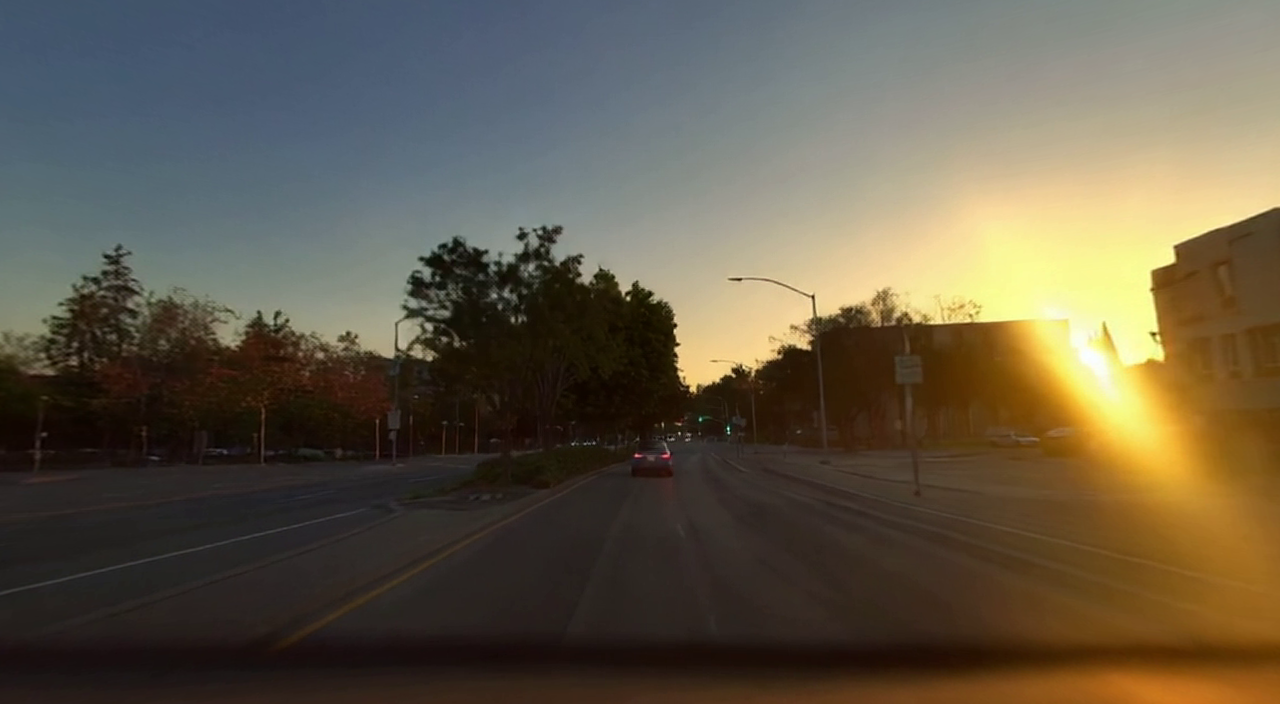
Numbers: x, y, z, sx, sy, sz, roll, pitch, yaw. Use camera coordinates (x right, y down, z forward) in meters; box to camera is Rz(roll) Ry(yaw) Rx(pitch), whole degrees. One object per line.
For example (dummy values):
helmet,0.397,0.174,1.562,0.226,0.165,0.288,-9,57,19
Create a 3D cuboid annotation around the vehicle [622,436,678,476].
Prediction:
vehicle,0.446,4.239,26.018,2.133,1.481,4.276,-1,-9,2
